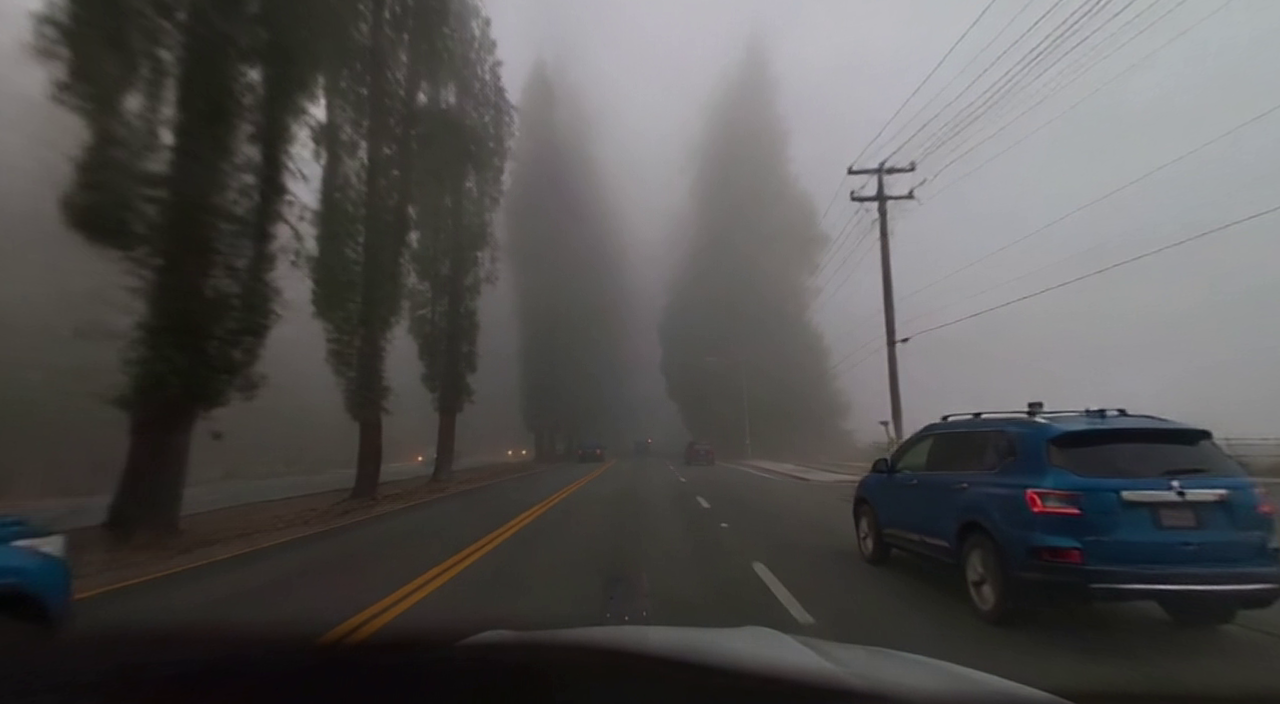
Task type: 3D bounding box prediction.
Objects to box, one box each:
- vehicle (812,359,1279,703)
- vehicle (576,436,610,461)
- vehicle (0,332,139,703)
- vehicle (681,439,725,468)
[{"bbox_3d":[3.233,1.226,5.484,2.182,1.744,4.464,0,-8,0],"label":"vehicle"},{"bbox_3d":[-3.398,7.104,46.318,2.066,1.725,4.241,0,-8,1],"label":"vehicle"},{"bbox_3d":[-3.733,0.581,0.991,2.104,1.785,4.494,0,-8,1],"label":"vehicle"},{"bbox_3d":[3.407,5.577,34.877,1.906,1.468,4.422,0,-8,0],"label":"vehicle"}]
